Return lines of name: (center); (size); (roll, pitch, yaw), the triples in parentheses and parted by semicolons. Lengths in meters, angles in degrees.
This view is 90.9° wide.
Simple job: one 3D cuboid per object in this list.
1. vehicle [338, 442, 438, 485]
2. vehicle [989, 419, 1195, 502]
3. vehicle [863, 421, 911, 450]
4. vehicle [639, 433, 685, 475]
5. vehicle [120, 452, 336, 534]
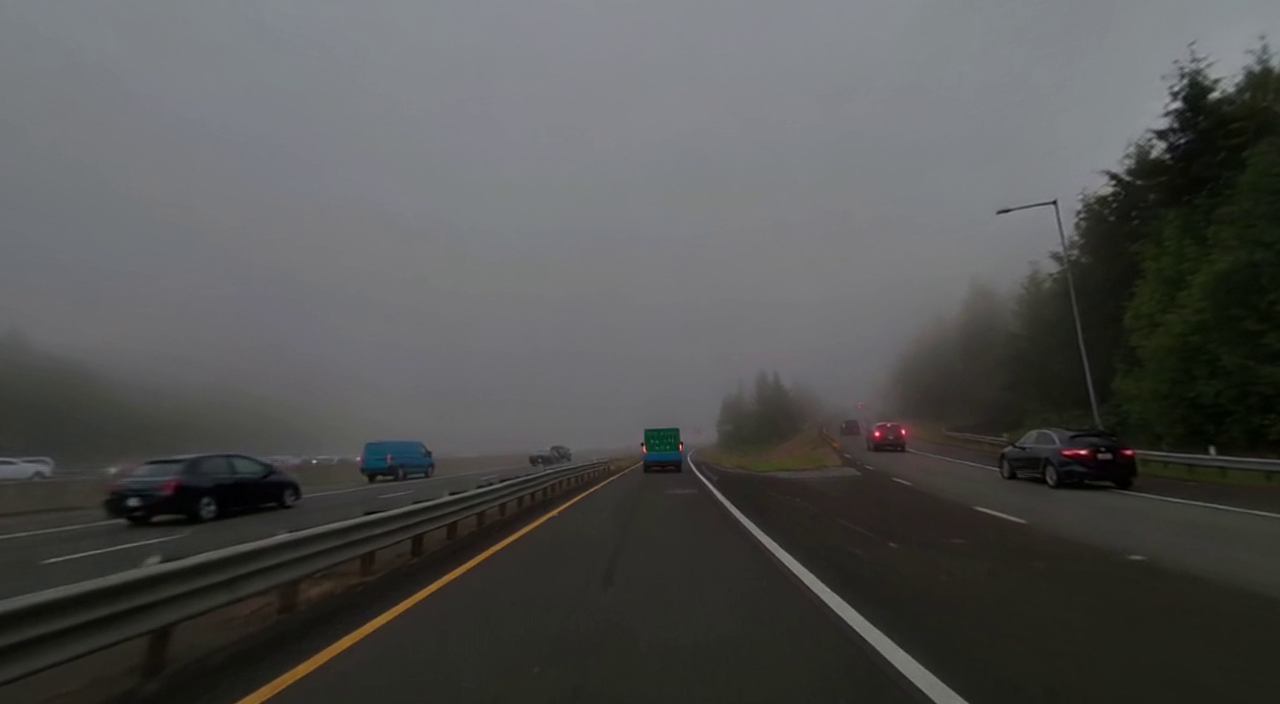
vehicle: (-12.771, 5.661, 32.598); (2.298, 1.964, 6.364); (-1, -8, 3)
vehicle: (10.492, 2.548, 15.212); (2.098, 1.654, 4.637); (-2, -8, 9)
vehicle: (16.672, 5.697, 42.834); (2.167, 1.798, 4.838); (-2, -8, 12)
vehicle: (1.024, 4.917, 30.593); (2.043, 1.821, 4.558); (-1, -8, 1)
vehicle: (-9.247, 3.142, 14.726); (1.896, 1.543, 4.429); (-1, -8, 3)
